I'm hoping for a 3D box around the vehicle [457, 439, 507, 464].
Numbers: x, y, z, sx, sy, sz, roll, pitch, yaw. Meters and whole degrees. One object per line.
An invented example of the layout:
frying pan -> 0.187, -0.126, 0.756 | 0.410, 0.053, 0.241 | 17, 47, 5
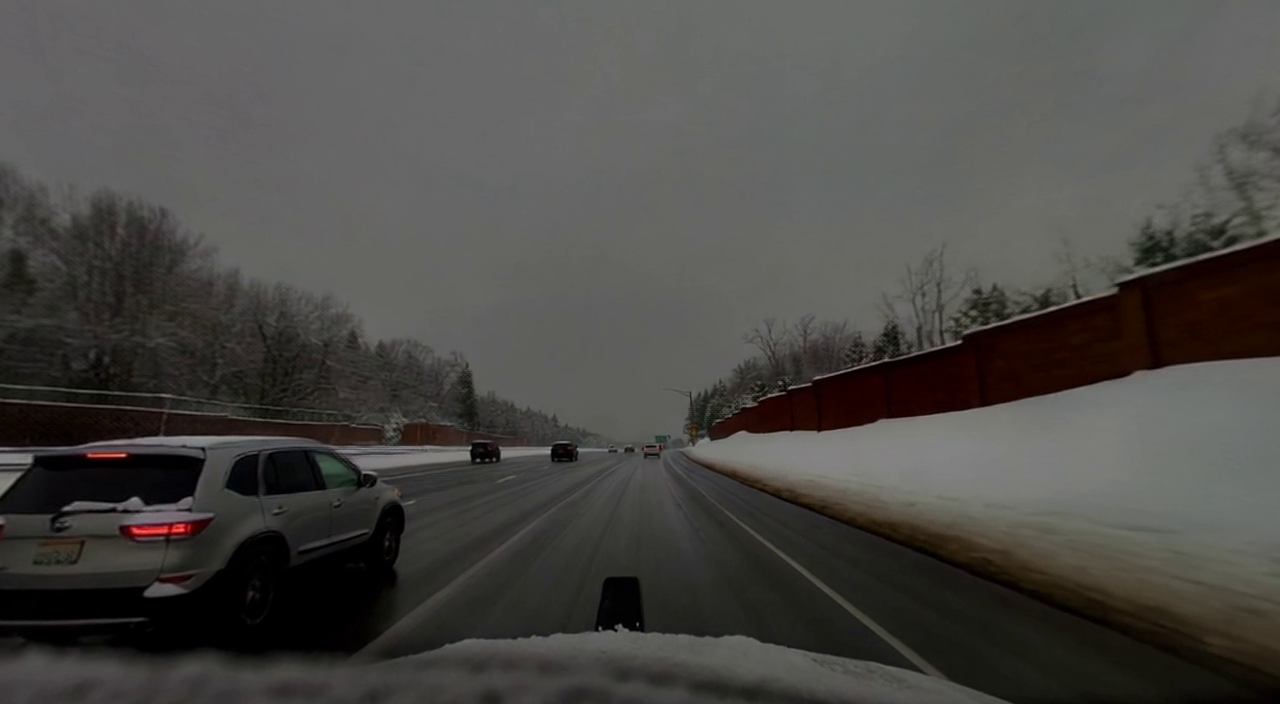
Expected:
vehicle -> -10.649, 6.738, 42.758 | 2.025, 1.618, 4.683 | 0, -8, 2
